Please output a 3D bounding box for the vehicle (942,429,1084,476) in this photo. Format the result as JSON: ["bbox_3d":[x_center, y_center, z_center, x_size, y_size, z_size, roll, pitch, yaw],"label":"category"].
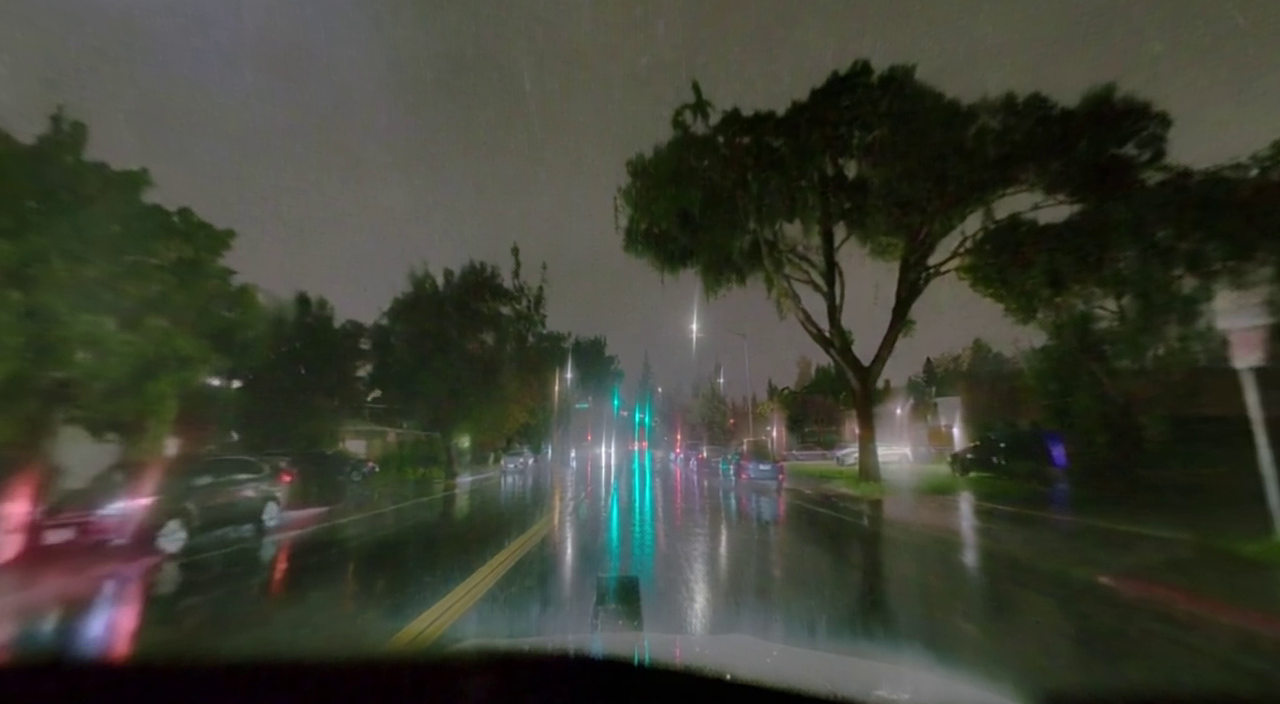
[{"bbox_3d":[12.646,3.423,21.482,3.731,1.491,1.678,0,-8,-1],"label":"vehicle"}]

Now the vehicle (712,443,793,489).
[{"bbox_3d":[3.904,4.048,22.763,2.005,1.466,4.767,0,-8,0],"label":"vehicle"}]

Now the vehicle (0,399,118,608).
[{"bbox_3d":[-7.377,1.191,4.267,2.613,1.959,5.843,0,-8,0],"label":"vehicle"}]

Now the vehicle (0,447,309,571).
[{"bbox_3d":[-7.275,2.269,9.959,1.917,1.505,4.087,0,-8,-2],"label":"vehicle"}]

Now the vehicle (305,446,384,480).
[{"bbox_3d":[-14.359,5.397,30.863,1.921,1.518,3.799,-1,-8,2],"label":"vehicle"}]

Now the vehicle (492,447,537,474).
[{"bbox_3d":[-7.717,6.666,38.886,1.976,1.554,3.654,-1,-8,1],"label":"vehicle"}]

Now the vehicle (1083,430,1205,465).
[{"bbox_3d":[25.369,4.833,31.825,4.196,1.609,2.157,-1,-9,2],"label":"vehicle"}]

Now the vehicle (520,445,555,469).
[{"bbox_3d":[-7.697,7.873,47.450,1.994,1.718,4.518,0,-8,-2],"label":"vehicle"}]
